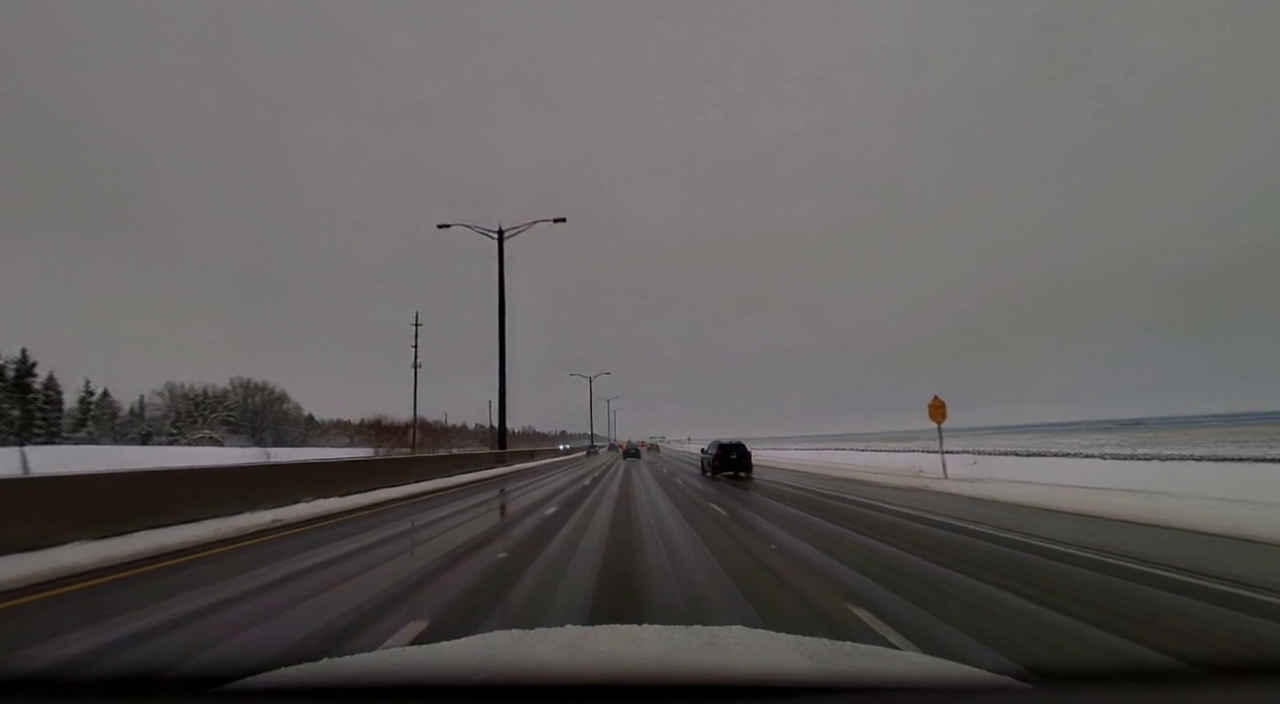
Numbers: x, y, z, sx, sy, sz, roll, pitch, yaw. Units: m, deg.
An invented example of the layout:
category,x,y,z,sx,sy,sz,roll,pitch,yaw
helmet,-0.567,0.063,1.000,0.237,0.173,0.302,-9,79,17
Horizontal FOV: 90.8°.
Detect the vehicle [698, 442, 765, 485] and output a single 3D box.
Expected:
category,x,y,z,sx,sy,sz,roll,pitch,yaw
vehicle,3.445,4.276,24.595,1.890,1.490,4.373,0,-8,-1
